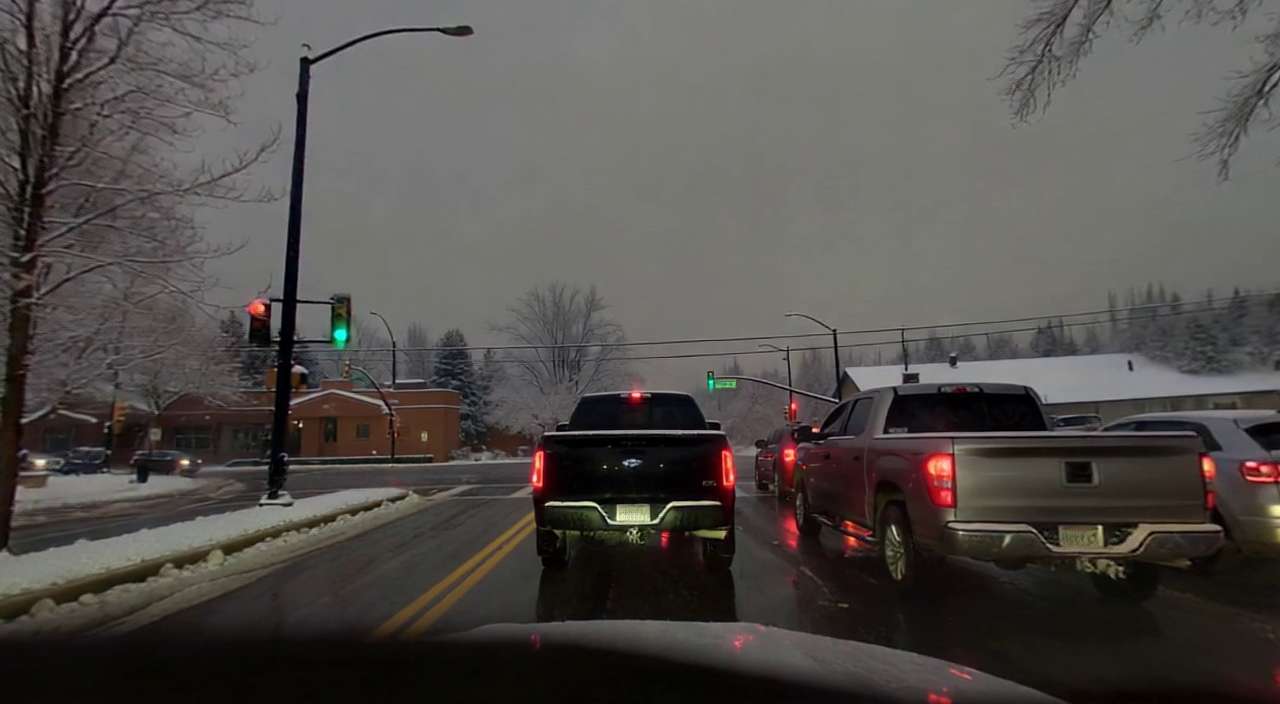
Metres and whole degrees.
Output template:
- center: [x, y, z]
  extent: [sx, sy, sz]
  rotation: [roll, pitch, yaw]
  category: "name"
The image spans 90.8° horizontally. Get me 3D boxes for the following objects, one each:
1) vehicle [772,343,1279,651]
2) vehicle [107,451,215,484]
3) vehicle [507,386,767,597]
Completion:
- center: [3.313, 1.330, 6.929]
  extent: [2.412, 1.953, 5.682]
  rotation: [0, -9, -1]
  category: "vehicle"
- center: [-26.382, 6.332, 35.024]
  extent: [4.437, 1.669, 1.936]
  rotation: [5, -10, -30]
  category: "vehicle"
- center: [-0.069, 1.579, 8.055]
  extent: [2.240, 1.821, 5.001]
  rotation: [0, -9, -1]
  category: "vehicle"
